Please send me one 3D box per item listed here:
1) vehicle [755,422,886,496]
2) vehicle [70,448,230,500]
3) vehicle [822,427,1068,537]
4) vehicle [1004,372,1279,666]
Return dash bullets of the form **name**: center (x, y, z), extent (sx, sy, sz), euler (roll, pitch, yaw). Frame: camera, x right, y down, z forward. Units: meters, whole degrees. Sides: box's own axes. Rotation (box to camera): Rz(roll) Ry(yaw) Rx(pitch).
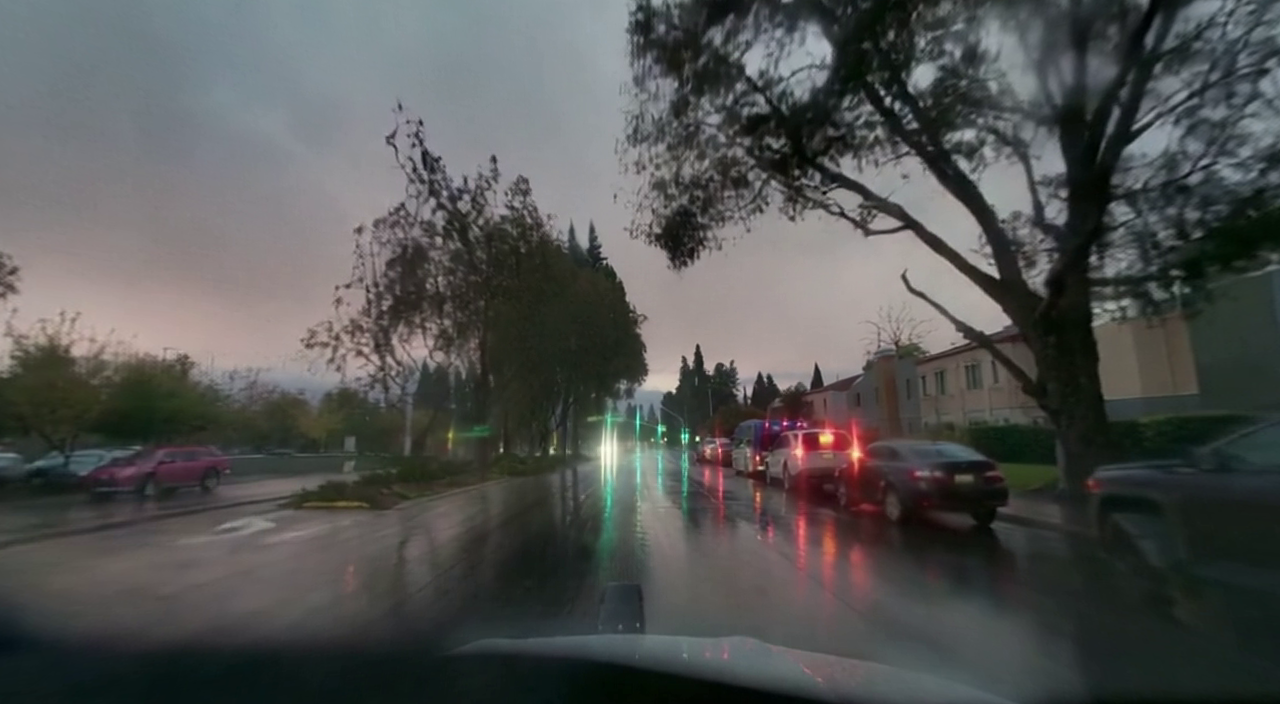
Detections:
- **vehicle**: center (4.774, 2.920, 17.584), extent (2.304, 1.760, 4.630), euler (0, -8, 1)
- **vehicle**: center (-19.026, 4.719, 24.936), extent (2.166, 1.804, 4.897), euler (-1, -8, 3)
- **vehicle**: center (4.765, 2.080, 10.801), extent (1.973, 1.465, 4.440), euler (0, -8, 0)
- **vehicle**: center (4.681, 0.932, 3.485), extent (2.051, 1.663, 5.441), euler (0, -8, -1)
